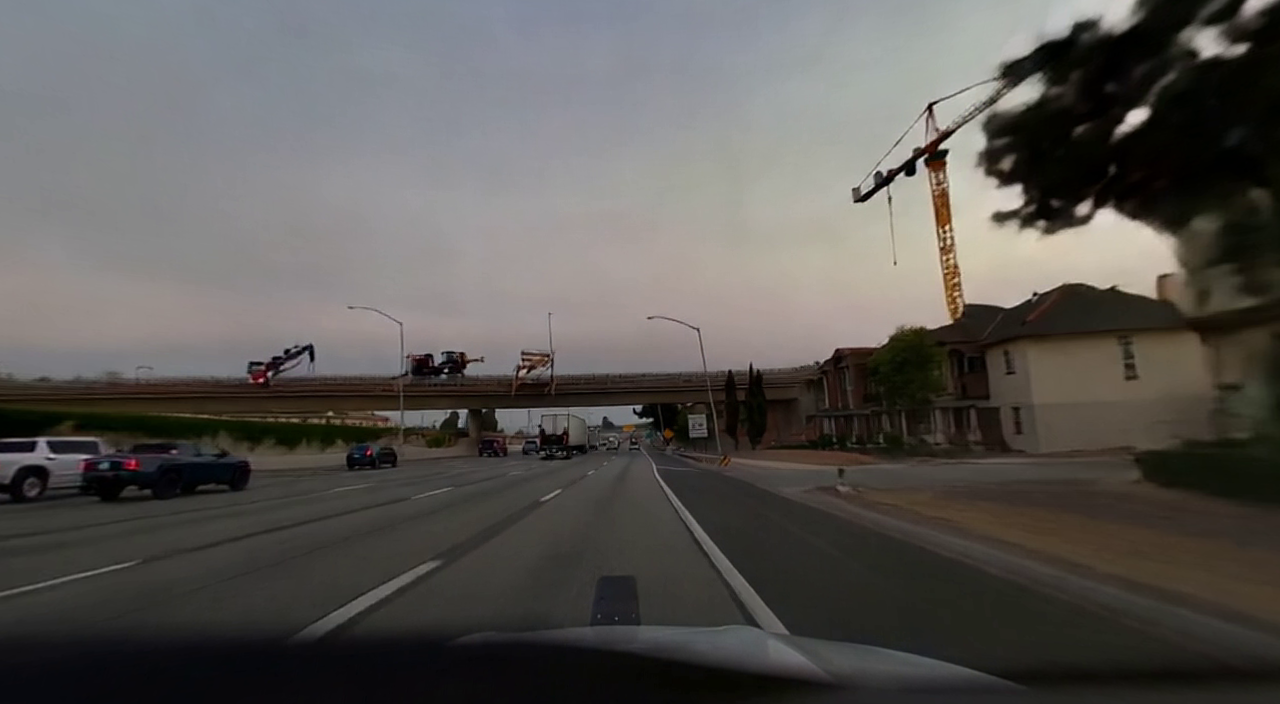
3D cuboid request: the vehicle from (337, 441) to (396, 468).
[{"bbox_3d":[-18.608,6.981,43.194,1.932,1.752,4.541,0,-9,0],"label":"vehicle"}]
